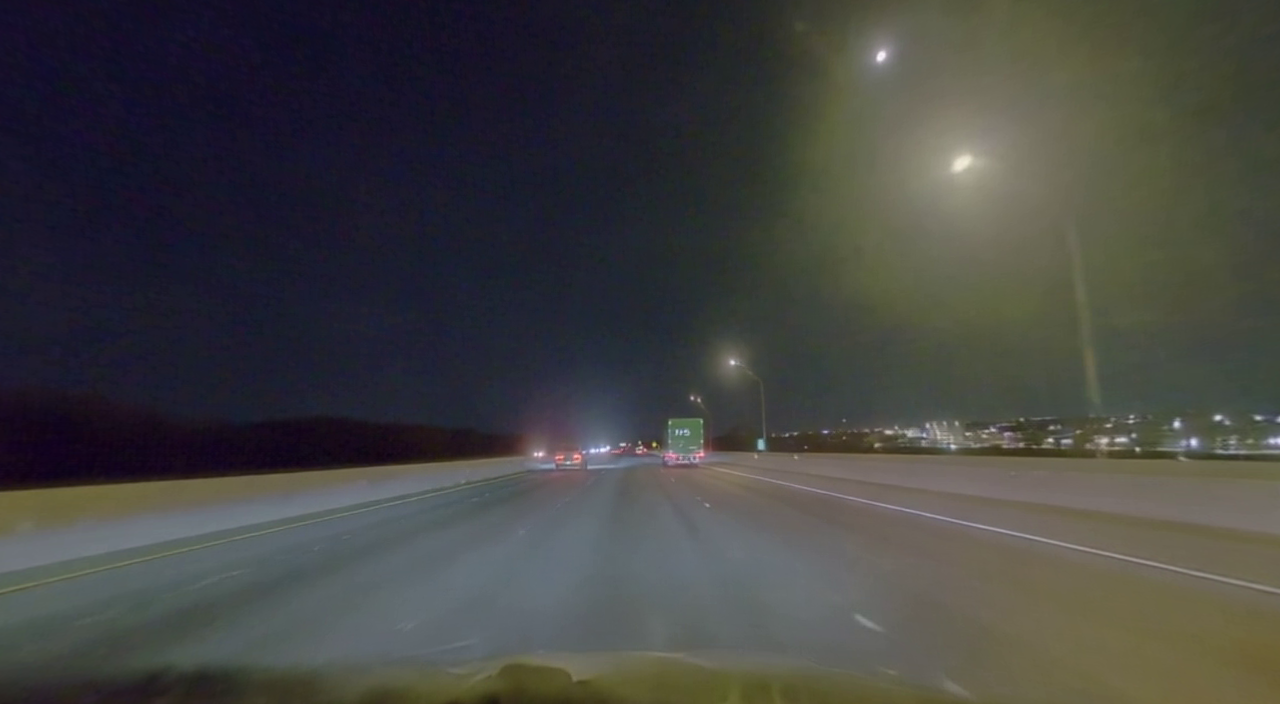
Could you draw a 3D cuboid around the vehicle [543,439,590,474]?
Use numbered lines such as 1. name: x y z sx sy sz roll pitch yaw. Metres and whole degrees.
1. vehicle: -4.108 5.965 35.943 2.173 1.857 4.800 0 -9 0
